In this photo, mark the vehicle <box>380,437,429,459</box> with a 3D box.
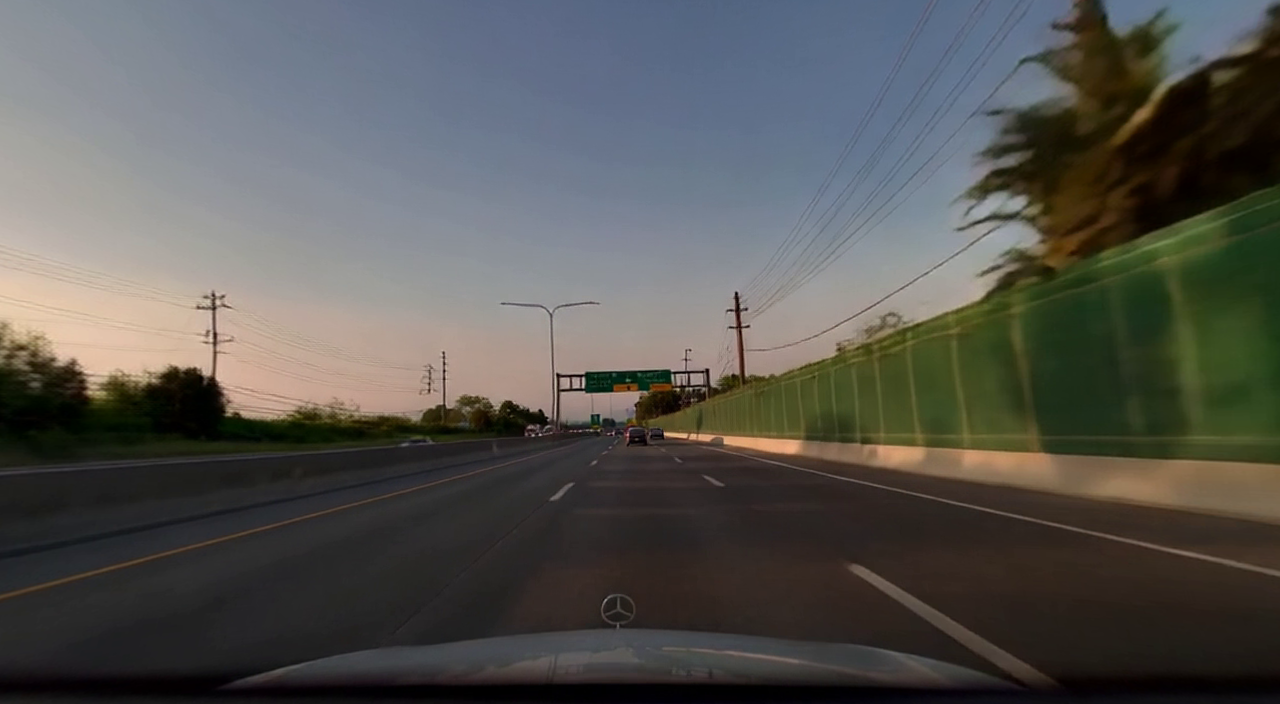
[{"bbox_3d":[-17.129,6.971,46.037,1.860,1.505,4.566,0,-8,-1],"label":"vehicle"}]
